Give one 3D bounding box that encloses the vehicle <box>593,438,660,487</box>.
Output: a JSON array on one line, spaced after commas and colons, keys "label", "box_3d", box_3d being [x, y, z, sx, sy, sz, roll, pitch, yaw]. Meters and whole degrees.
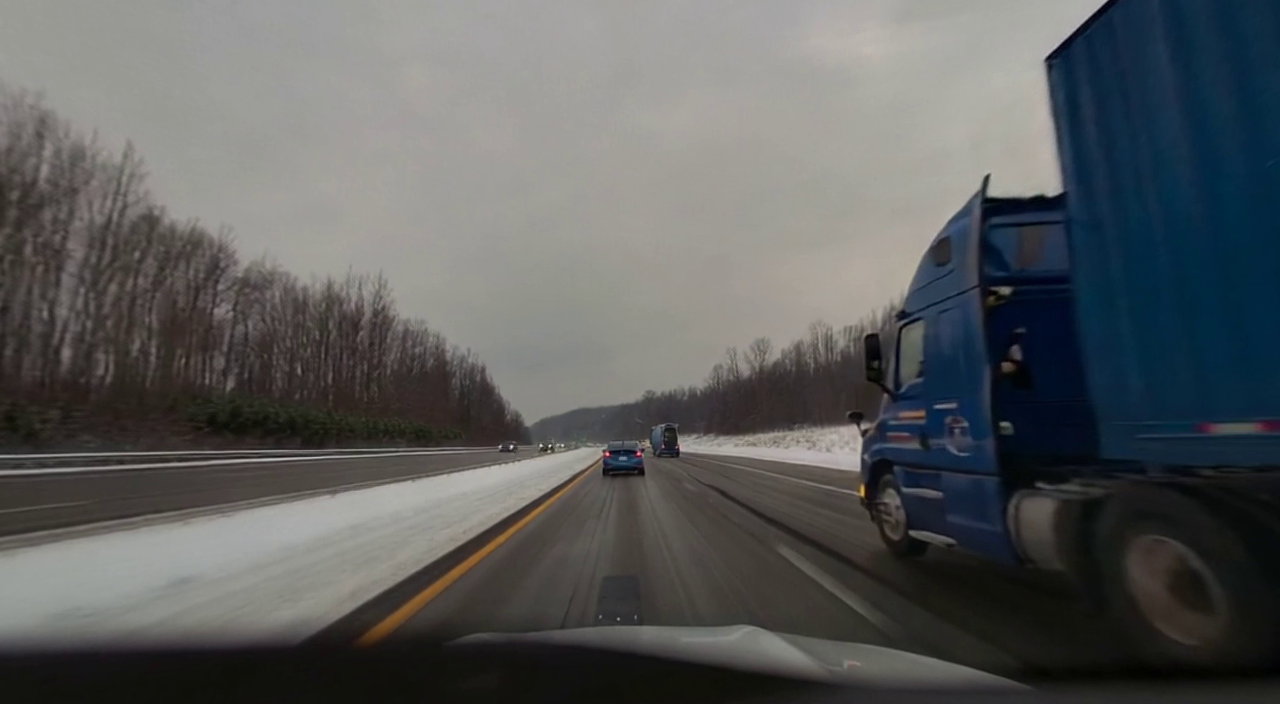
[{"label": "vehicle", "box_3d": [-0.468, 3.787, 21.761, 2.099, 1.506, 4.097, 0, -9, -1]}]
